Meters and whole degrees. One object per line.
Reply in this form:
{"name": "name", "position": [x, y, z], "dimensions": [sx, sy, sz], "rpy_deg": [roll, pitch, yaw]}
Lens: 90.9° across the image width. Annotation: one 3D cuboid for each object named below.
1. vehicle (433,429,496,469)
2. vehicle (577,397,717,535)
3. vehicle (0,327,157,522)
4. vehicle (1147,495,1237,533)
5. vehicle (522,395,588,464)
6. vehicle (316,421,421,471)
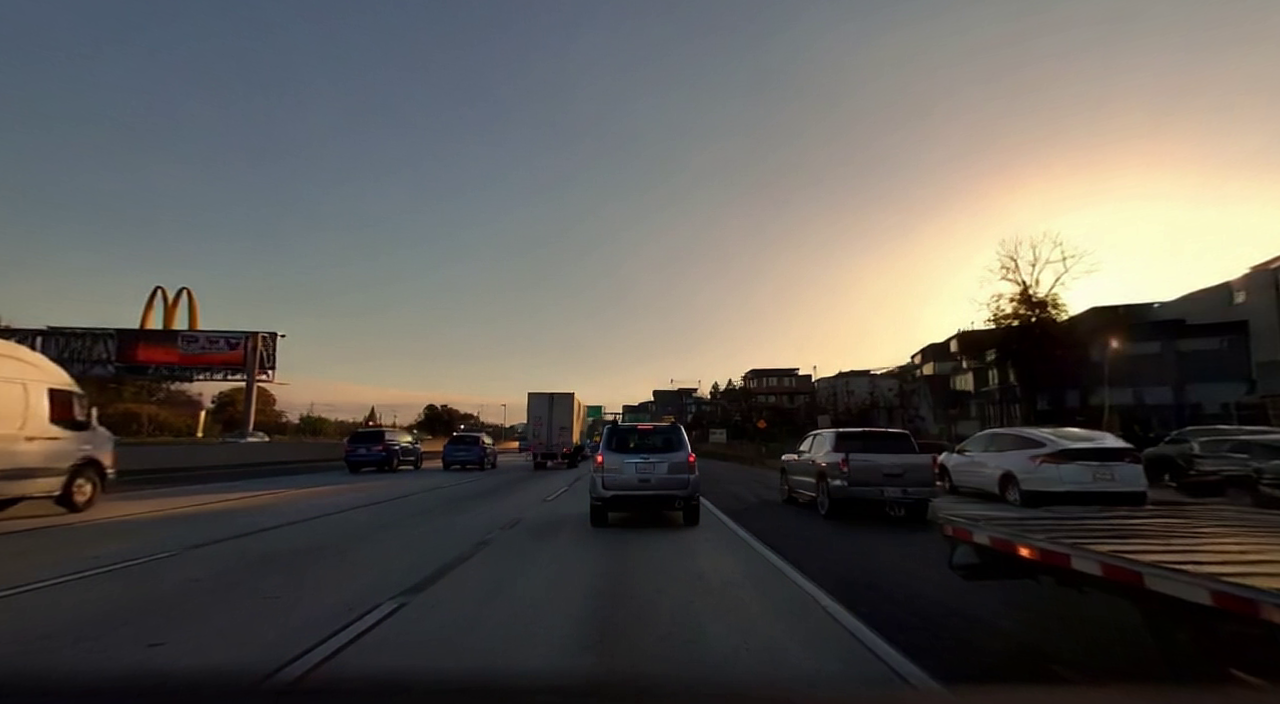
{"name": "vehicle", "position": [-8.097, 4.542, 29.525], "dimensions": [1.854, 1.740, 4.151], "rpy_deg": [0, -9, -1]}
{"name": "vehicle", "position": [0.036, 1.886, 10.858], "dimensions": [1.947, 1.910, 4.040], "rpy_deg": [0, -9, -2]}
{"name": "vehicle", "position": [-11.331, 1.024, 9.163], "dimensions": [2.375, 3.041, 7.638], "rpy_deg": [0, -8, 1]}
{"name": "vehicle", "position": [32.481, 9.499, 37.211], "dimensions": [1.588, 1.418, 3.744], "rpy_deg": [8, -6, -14]}
{"name": "vehicle", "position": [-4.644, 4.561, 36.252], "dimensions": [2.814, 3.513, 8.529], "rpy_deg": [0, -9, -1]}
{"name": "vehicle", "position": [-12.038, 4.260, 28.575], "dimensions": [2.240, 1.995, 5.854], "rpy_deg": [0, -9, -1]}
